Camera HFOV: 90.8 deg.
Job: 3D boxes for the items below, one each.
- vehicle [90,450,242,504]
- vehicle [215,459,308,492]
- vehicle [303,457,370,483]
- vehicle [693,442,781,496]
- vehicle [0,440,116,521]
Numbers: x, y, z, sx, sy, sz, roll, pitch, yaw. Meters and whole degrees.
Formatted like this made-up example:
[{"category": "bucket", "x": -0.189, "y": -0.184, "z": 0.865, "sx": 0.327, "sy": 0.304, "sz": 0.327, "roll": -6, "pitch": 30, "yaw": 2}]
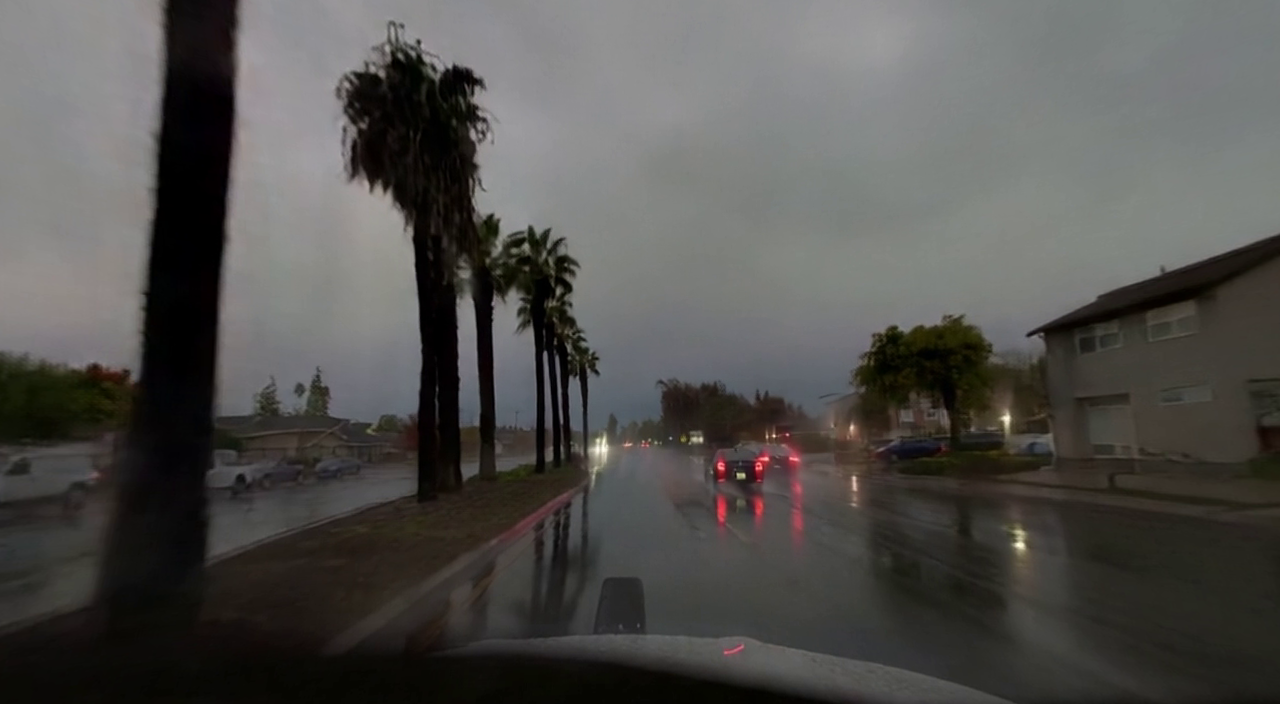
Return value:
[{"category": "vehicle", "x": -19.208, "y": 5.047, "z": 26.056, "sx": 2.056, "sy": 1.946, "sz": 5.498, "roll": 0, "pitch": -9, "yaw": -1}, {"category": "vehicle", "x": -19.189, "y": 6.254, "z": 32.336, "sx": 1.836, "sy": 1.476, "sz": 4.950, "roll": 0, "pitch": -9, "yaw": -1}, {"category": "vehicle", "x": -19.227, "y": 7.470, "z": 40.264, "sx": 1.897, "sy": 1.482, "sz": 4.707, "roll": 0, "pitch": -9, "yaw": 0}, {"category": "vehicle", "x": 2.919, "y": 3.660, "z": 20.138, "sx": 1.989, "sy": 1.492, "sz": 4.689, "roll": 0, "pitch": -9, "yaw": -1}, {"category": "vehicle", "x": -19.185, "y": 3.801, "z": 19.003, "sx": 2.344, "sy": 2.232, "sz": 5.170, "roll": 0, "pitch": -9, "yaw": -1}]
